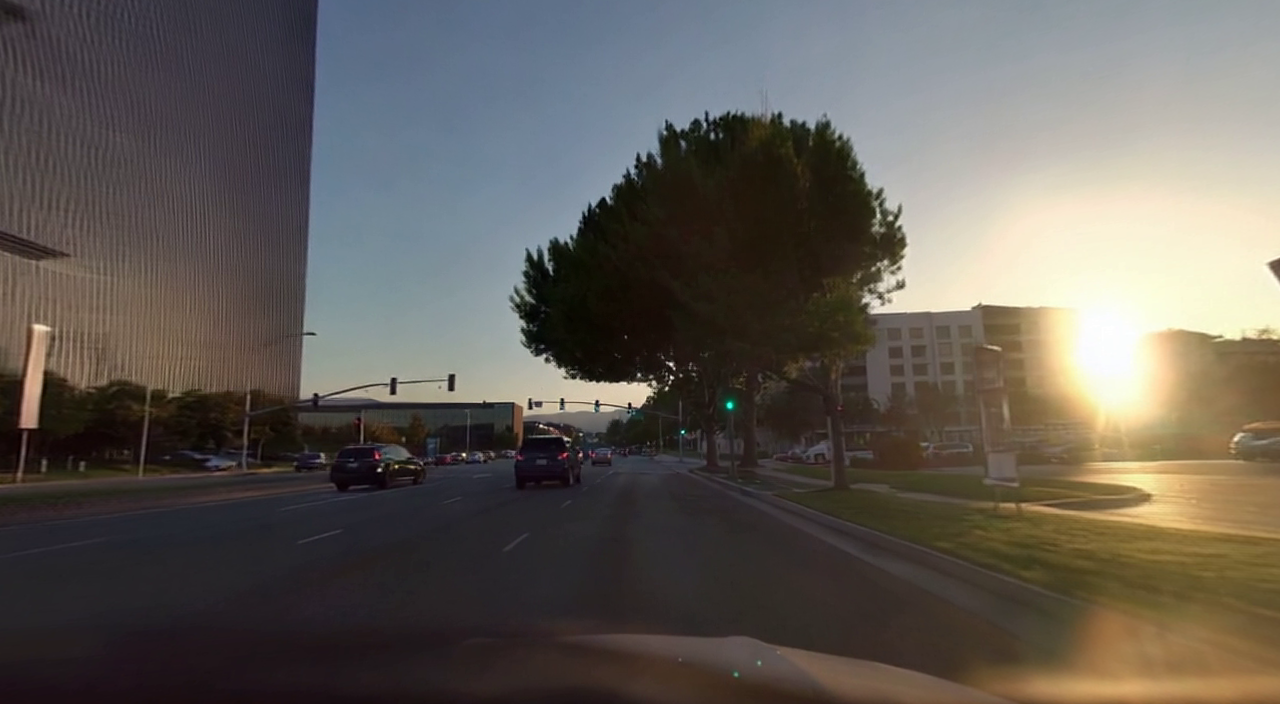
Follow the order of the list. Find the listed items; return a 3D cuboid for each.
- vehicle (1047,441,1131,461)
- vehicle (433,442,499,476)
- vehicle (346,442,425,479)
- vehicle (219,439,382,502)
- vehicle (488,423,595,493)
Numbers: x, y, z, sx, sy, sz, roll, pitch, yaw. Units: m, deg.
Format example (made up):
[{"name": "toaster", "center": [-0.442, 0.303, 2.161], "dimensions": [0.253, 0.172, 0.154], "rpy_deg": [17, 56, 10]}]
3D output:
[{"name": "vehicle", "center": [35.067, 7.777, 49.370], "dimensions": [4.849, 1.399, 2.057], "rpy_deg": [-1, -10, 17]}, {"name": "vehicle", "center": [-9.061, 5.575, 33.221], "dimensions": [2.068, 1.659, 4.509], "rpy_deg": [0, -8, 2]}, {"name": "vehicle", "center": [-11.906, 5.079, 29.789], "dimensions": [1.875, 1.624, 4.151], "rpy_deg": [0, -8, 1]}, {"name": "vehicle", "center": [-9.393, 3.294, 18.022], "dimensions": [1.965, 1.541, 4.718], "rpy_deg": [0, -8, 1]}, {"name": "vehicle", "center": [-3.211, 3.686, 22.339], "dimensions": [2.602, 2.091, 6.347], "rpy_deg": [0, -8, 2]}]
